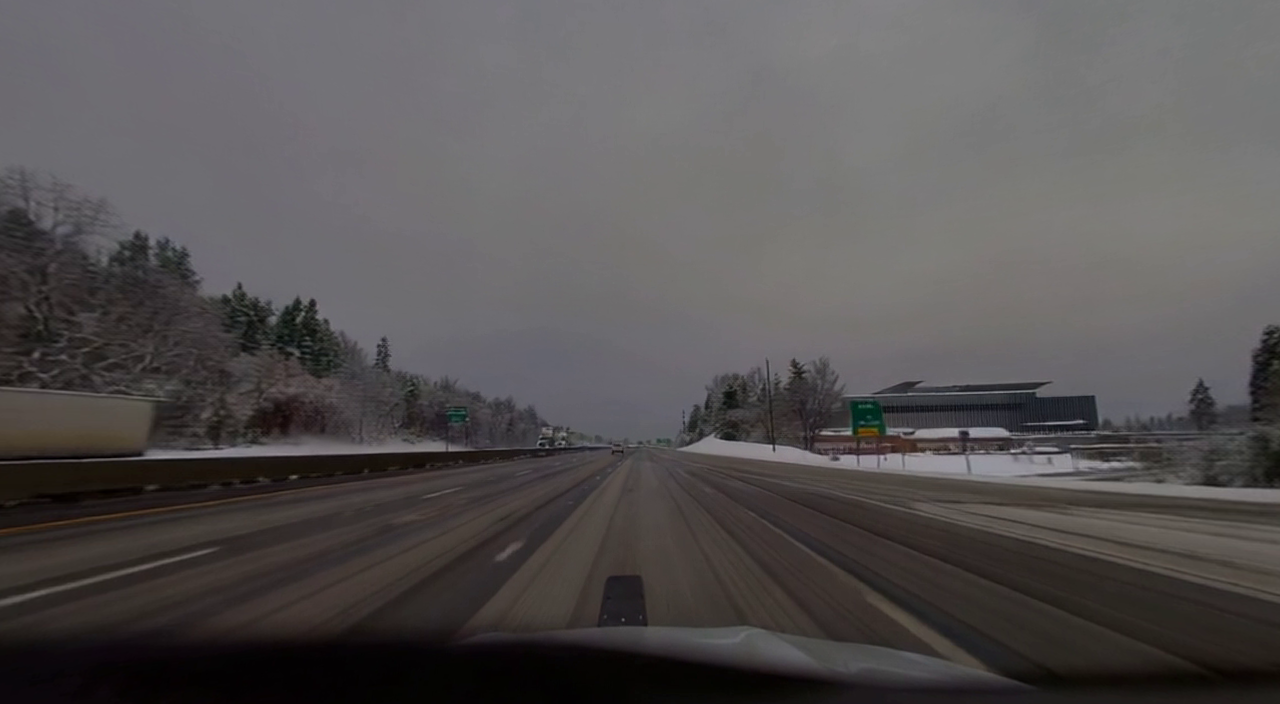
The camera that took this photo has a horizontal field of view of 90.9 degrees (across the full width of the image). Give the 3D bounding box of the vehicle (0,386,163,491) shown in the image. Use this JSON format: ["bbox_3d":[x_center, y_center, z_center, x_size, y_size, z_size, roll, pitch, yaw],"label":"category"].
[{"bbox_3d":[-26.333,3.607,26.153,2.833,4.035,12.987,0,-8,0],"label":"vehicle"}]
